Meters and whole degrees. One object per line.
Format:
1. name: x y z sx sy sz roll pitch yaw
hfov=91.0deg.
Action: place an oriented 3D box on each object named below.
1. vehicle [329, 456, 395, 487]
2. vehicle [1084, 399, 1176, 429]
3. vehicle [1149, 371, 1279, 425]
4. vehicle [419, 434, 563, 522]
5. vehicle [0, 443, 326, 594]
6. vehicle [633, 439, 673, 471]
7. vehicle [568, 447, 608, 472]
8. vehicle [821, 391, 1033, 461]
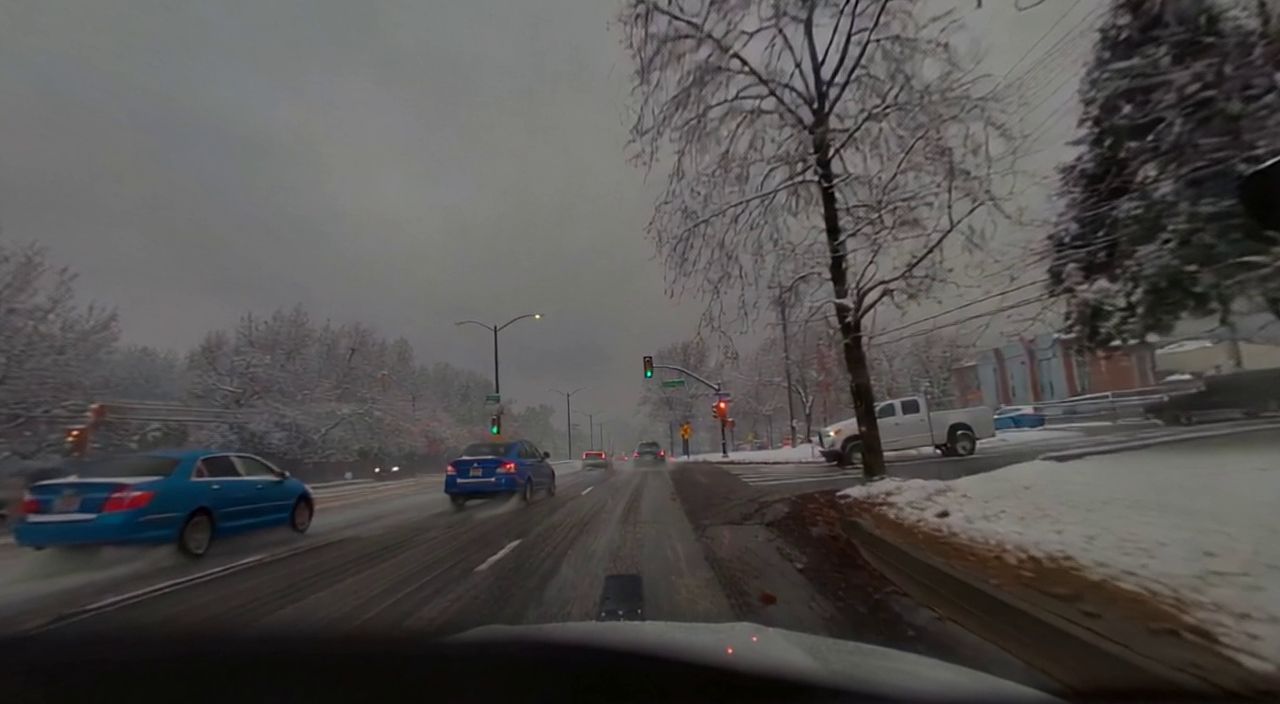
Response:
1. vehicle: -18.559 7.951 42.325 2.031 1.818 4.887 1 -8 2
2. vehicle: 33.073 4.221 42.634 1.936 1.662 4.334 0 -9 -30
3. vehicle: 21.765 1.715 22.880 4.625 1.760 2.065 1 -8 3
4. vehicle: -3.183 2.782 14.581 2.085 1.663 4.513 1 -8 2
5. vehicle: -6.670 2.147 9.117 1.932 1.596 4.247 1 -8 1
6. vehicle: 0.706 5.906 36.300 2.144 1.704 4.028 1 -8 0
7. vehicle: -3.301 6.926 40.762 2.068 1.482 4.490 1 -8 2
8. vehicle: 10.188 2.711 22.774 6.464 2.280 2.483 1 -8 -4
